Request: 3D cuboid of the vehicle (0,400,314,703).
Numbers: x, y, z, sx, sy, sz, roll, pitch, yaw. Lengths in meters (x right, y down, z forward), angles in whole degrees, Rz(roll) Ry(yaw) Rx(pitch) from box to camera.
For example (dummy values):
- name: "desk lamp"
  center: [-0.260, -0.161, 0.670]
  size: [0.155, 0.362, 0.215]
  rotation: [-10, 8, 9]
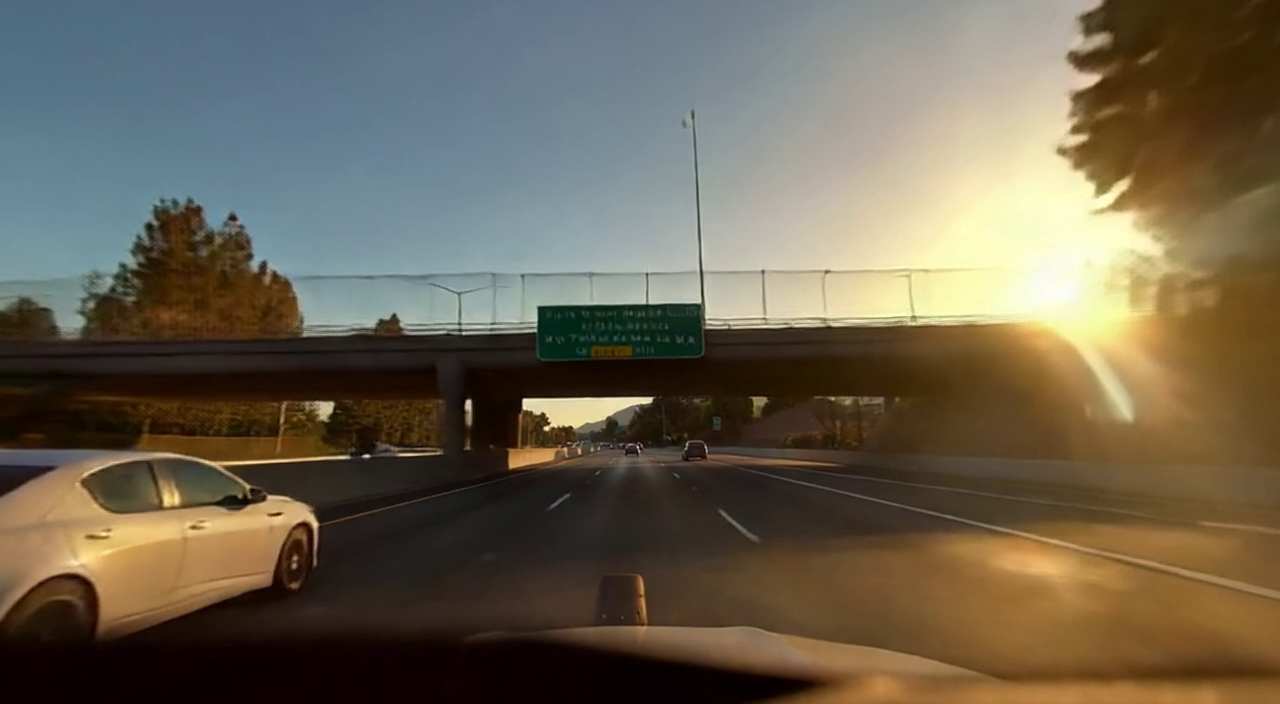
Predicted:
- name: "vehicle"
  center: [-3.927, 1.085, 3.412]
  size: [2.050, 1.547, 4.266]
  rotation: [0, -8, 0]
